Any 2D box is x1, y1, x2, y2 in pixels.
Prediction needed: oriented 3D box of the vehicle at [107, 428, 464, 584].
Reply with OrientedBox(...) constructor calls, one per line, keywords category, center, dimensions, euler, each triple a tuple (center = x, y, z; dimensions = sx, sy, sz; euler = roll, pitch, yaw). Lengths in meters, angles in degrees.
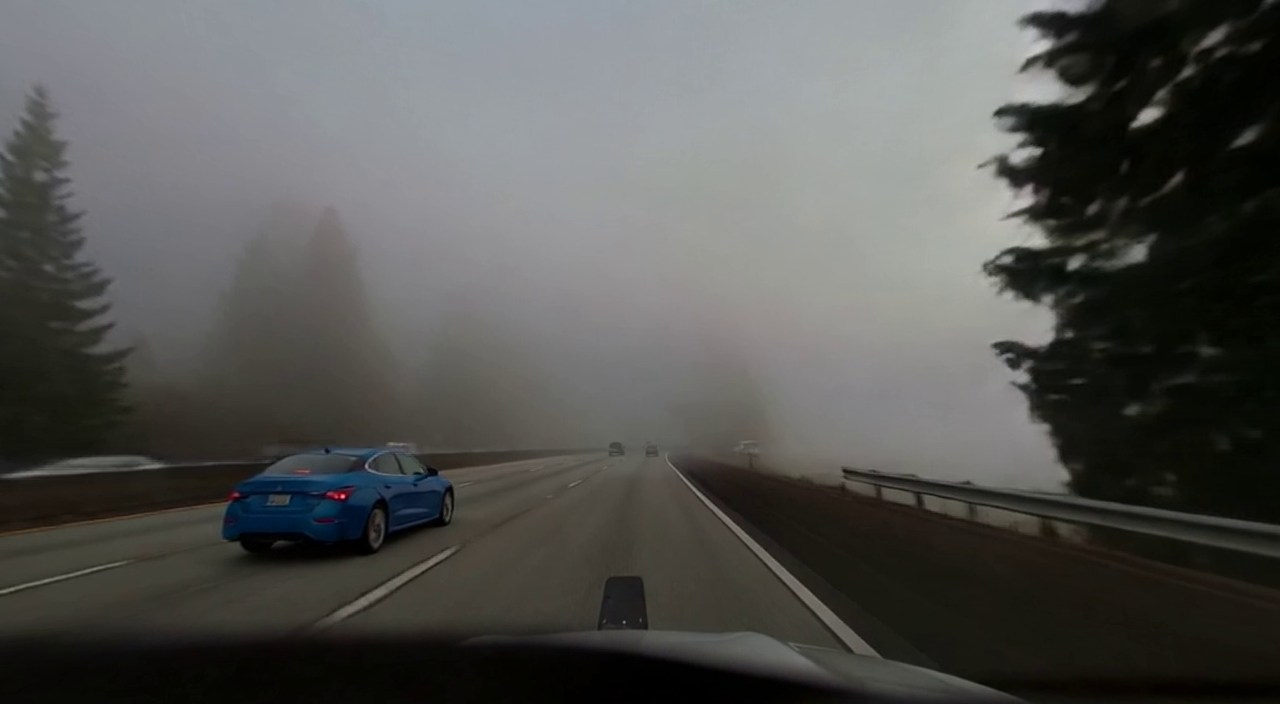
OrientedBox(category="vehicle", center=(-4.003, 1.804, 8.271), dimensions=(1.996, 1.454, 4.495), euler=(0, -9, 1))
